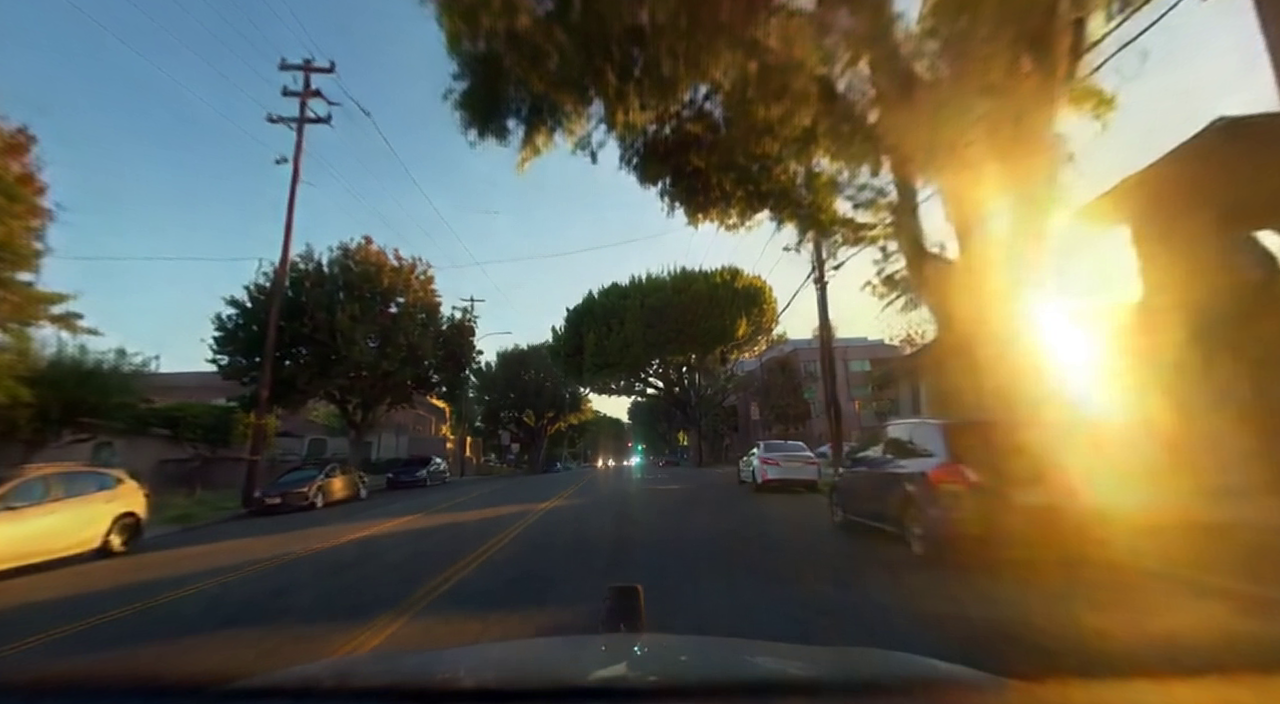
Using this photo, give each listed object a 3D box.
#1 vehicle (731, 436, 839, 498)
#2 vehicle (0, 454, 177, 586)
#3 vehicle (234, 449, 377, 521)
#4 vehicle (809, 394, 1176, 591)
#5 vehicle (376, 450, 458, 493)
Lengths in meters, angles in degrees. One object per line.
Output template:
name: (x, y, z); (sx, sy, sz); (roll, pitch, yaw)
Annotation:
vehicle: (3.840, 3.130, 17.636); (1.946, 1.468, 4.721); (0, -8, 0)
vehicle: (-9.298, 2.387, 9.116); (2.051, 1.657, 4.322); (-3, -9, -2)
vehicle: (-9.384, 3.701, 18.135); (1.884, 1.526, 4.061); (-5, -7, 1)
vehicle: (3.739, 1.581, 7.888); (2.155, 1.747, 4.311); (-1, -8, 2)
vehicle: (-9.437, 5.040, 27.115); (2.000, 1.495, 4.687); (-3, -8, -3)
